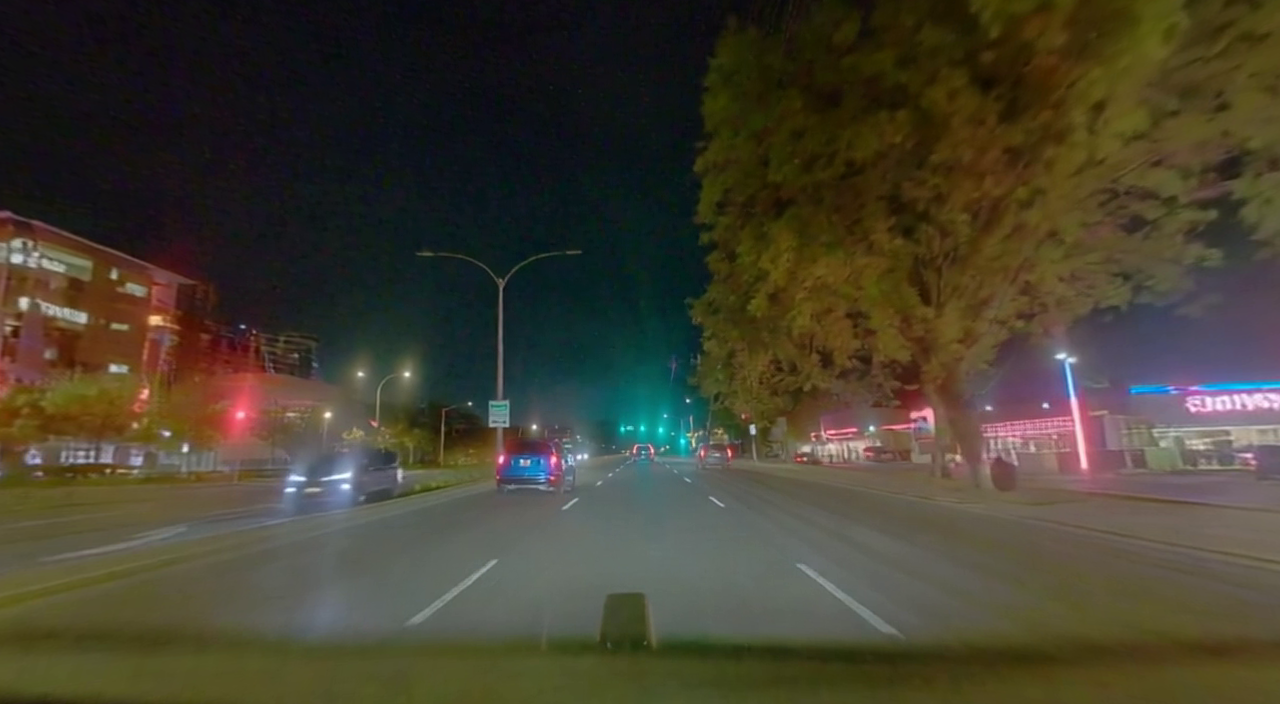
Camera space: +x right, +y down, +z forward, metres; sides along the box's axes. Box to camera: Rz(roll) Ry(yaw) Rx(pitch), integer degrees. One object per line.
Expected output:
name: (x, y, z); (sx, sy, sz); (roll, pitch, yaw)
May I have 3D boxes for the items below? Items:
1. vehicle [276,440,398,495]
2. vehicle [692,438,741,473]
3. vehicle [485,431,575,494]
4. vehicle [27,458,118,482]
vehicle: (-10.545, 4.023, 22.417); (2.098, 1.749, 4.584); (0, -8, -1)
vehicle: (4.104, 5.630, 34.615); (2.083, 1.779, 4.347); (0, -8, -1)
vehicle: (-3.450, 3.561, 20.690); (2.047, 1.810, 4.414); (0, -8, 1)
vehicle: (-39.512, 8.208, 44.065); (1.836, 1.447, 4.790); (0, -8, 1)
